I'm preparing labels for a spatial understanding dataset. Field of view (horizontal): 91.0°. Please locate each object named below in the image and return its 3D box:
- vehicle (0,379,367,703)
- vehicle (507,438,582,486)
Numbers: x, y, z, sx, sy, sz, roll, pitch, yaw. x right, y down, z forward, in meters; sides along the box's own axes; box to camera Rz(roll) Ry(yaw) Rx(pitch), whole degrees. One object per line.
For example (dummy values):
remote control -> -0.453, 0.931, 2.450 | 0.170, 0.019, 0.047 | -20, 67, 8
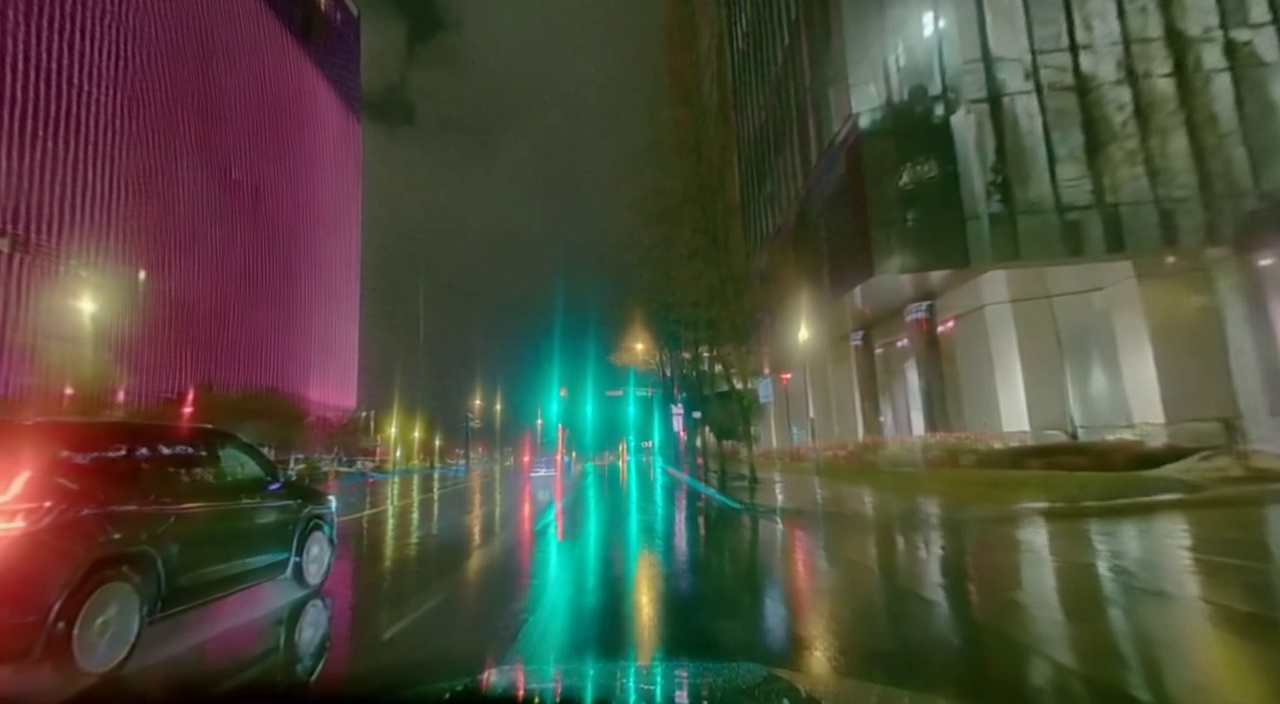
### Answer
vehicle -> -4.407, 1.313, 5.210 | 2.169, 1.741, 4.588 | 0, -9, 0
vehicle -> -3.980, 4.681, 27.157 | 2.384, 1.849, 5.009 | 0, -9, 1
